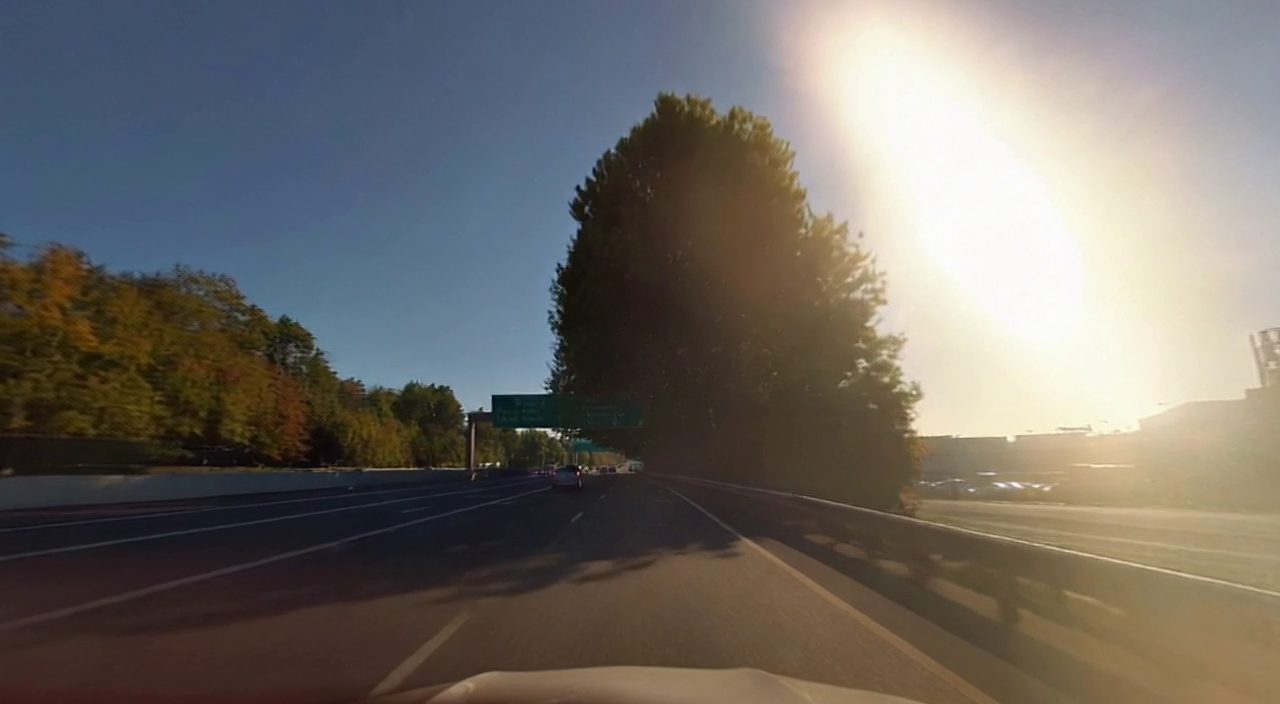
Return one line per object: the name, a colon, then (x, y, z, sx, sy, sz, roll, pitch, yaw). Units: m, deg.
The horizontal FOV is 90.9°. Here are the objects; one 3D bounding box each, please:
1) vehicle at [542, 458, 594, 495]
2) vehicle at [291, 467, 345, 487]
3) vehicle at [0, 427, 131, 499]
vehicle: (-3.383, 5.978, 30.347, 2.092, 1.642, 3.895, 1, -11, 0)
vehicle: (-25.460, 9.896, 49.993, 1.889, 1.402, 4.508, 1, -11, 1)
vehicle: (-29.649, 5.400, 30.514, 2.811, 3.126, 8.459, 1, -11, 0)
